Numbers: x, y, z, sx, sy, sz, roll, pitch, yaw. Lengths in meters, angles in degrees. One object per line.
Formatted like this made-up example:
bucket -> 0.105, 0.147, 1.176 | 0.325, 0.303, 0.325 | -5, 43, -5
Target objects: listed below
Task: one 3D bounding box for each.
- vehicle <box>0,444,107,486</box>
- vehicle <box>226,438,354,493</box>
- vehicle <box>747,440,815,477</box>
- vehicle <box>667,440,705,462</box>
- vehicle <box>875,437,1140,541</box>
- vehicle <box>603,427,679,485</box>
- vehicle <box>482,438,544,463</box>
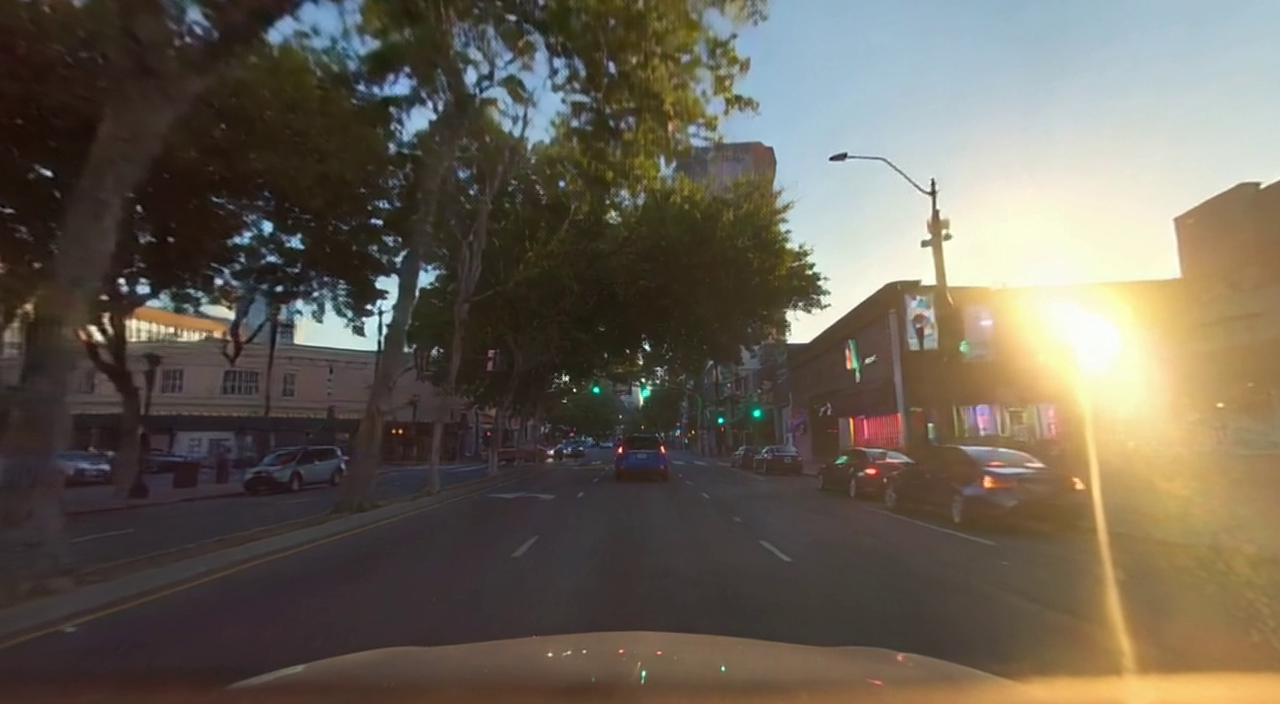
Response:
vehicle -> -28.210, 5.202, 29.321 | 4.767, 1.843, 2.339 | 0, -8, 1
vehicle -> -13.944, 4.532, 25.674 | 2.197, 1.985, 5.183 | 0, -8, 0
vehicle -> 6.227, 4.738, 28.430 | 1.986, 1.515, 4.265 | 0, -8, -1
vehicle -> 3.129, 6.833, 43.753 | 2.209, 1.478, 4.138 | 0, -8, -1
vehicle -> 6.218, 2.348, 11.569 | 2.048, 1.484, 4.709 | 0, -8, 1
vehicle -> -0.021, 3.596, 22.135 | 2.382, 1.796, 4.610 | 0, -8, -1
vehicle -> -9.581, 7.388, 47.615 | 4.427, 1.757, 2.125 | -7, -11, 37
